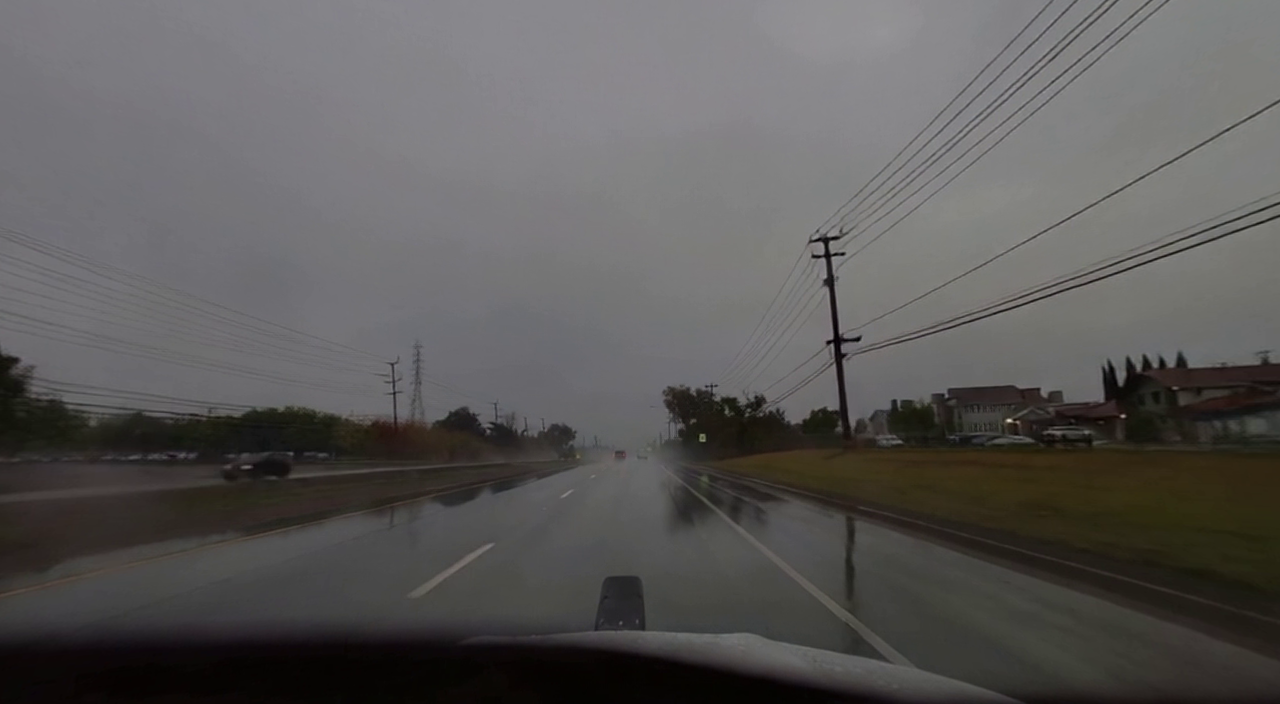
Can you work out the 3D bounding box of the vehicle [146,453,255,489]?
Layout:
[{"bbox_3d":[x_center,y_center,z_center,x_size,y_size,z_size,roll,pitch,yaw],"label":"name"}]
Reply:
[{"bbox_3d":[-21.311,5.758,30.821,1.956,1.524,4.614,0,-9,1],"label":"vehicle"}]
